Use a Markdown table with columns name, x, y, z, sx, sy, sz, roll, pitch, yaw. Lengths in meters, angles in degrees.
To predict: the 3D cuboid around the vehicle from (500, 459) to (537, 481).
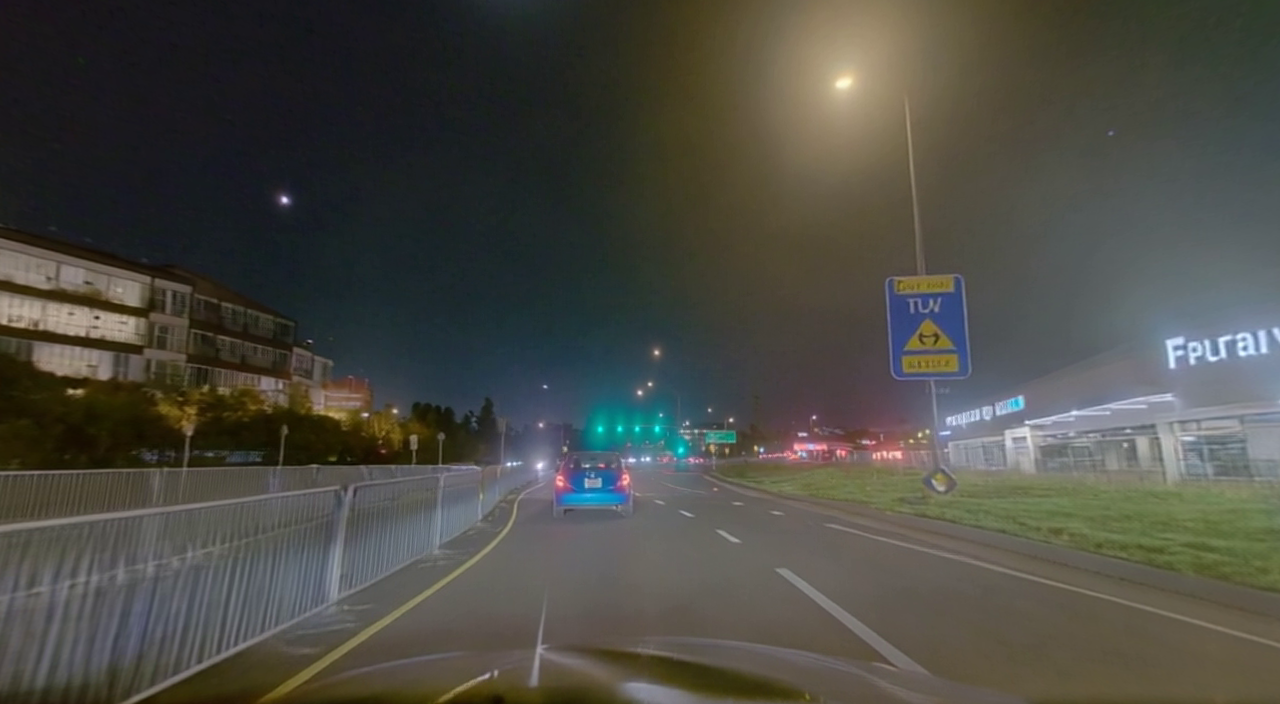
| name | x | y | z | sx | sy | sz | roll | pitch | yaw |
| --- | --- | --- | --- | --- | --- | --- | --- | --- | --- |
| vehicle | -9.402 | 9.141 | 48.951 | 1.854 | 1.472 | 3.728 | -2 | -7 | 5 |

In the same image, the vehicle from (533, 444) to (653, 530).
| name | x | y | z | sx | sy | sz | roll | pitch | yaw |
| --- | --- | --- | --- | --- | --- | --- | --- | --- | --- |
| vehicle | -1.027 | 2.635 | 12.905 | 2.063 | 1.442 | 3.933 | 1 | -9 | -6 |
